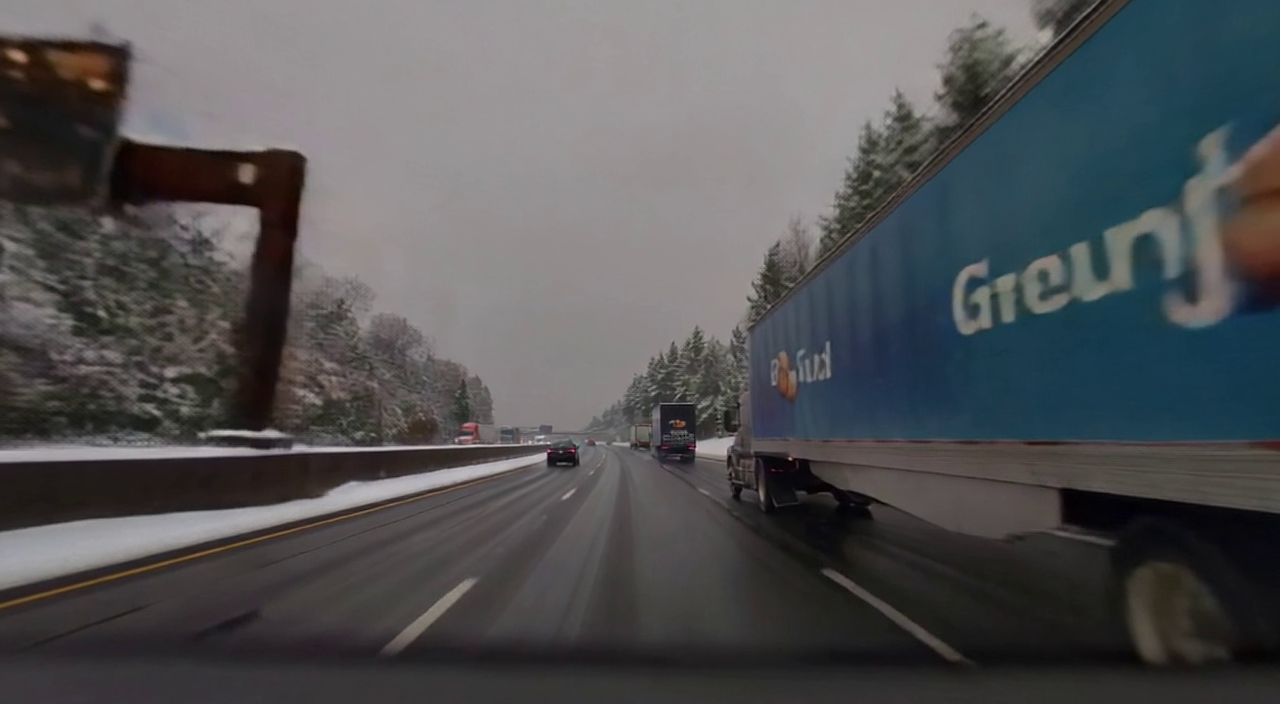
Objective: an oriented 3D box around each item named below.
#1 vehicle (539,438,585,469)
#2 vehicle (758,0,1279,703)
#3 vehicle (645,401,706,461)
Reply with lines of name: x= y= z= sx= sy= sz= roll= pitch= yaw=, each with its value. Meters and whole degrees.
vehicle: x=-4.408 y=5.800 z=36.196 sx=2.206 sy=1.644 sz=4.027 roll=0 pitch=-8 yaw=-2
vehicle: x=3.830 y=0.002 z=4.785 sx=2.948 sy=4.045 sz=13.051 roll=0 pitch=-8 yaw=-2
vehicle: x=2.411 y=6.288 z=48.997 sx=3.116 sy=3.992 sz=13.748 roll=0 pitch=-8 yaw=-3
